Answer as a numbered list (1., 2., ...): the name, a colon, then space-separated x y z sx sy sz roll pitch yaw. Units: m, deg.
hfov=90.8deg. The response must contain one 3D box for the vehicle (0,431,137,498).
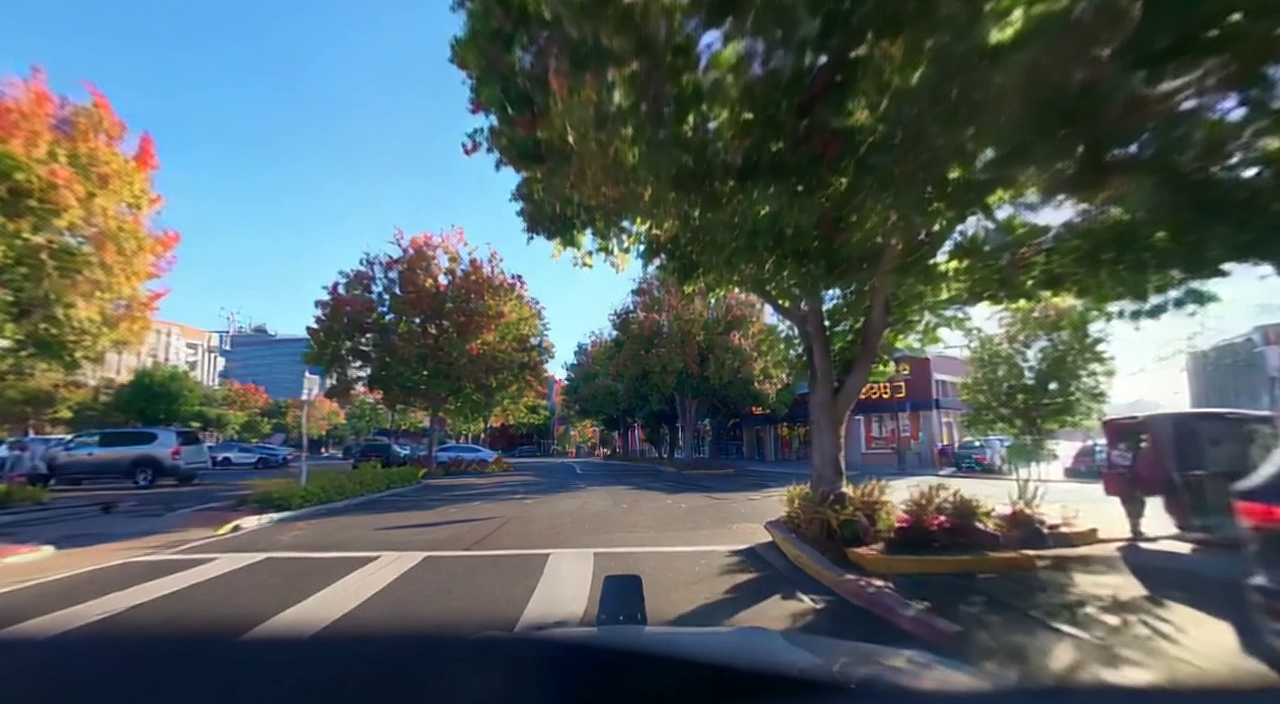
1. vehicle: -15.548 2.844 16.202 3.775 1.588 2.000 4 -9 -30

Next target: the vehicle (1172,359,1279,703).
1. vehicle: 5.861 0.791 2.326 5.671 1.718 2.227 0 -8 1

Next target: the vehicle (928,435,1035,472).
1. vehicle: 15.256 4.570 28.603 2.140 1.507 4.856 0 -8 0

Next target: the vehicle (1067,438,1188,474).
1. vehicle: 21.524 4.602 28.155 1.861 1.460 4.329 0 -8 -1

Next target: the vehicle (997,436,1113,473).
1. vehicle: 18.543 4.589 28.542 1.804 1.502 4.815 0 -8 -2

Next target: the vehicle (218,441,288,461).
1. vehicle: -29.912 7.637 48.862 4.431 1.449 1.808 5 -10 -32
